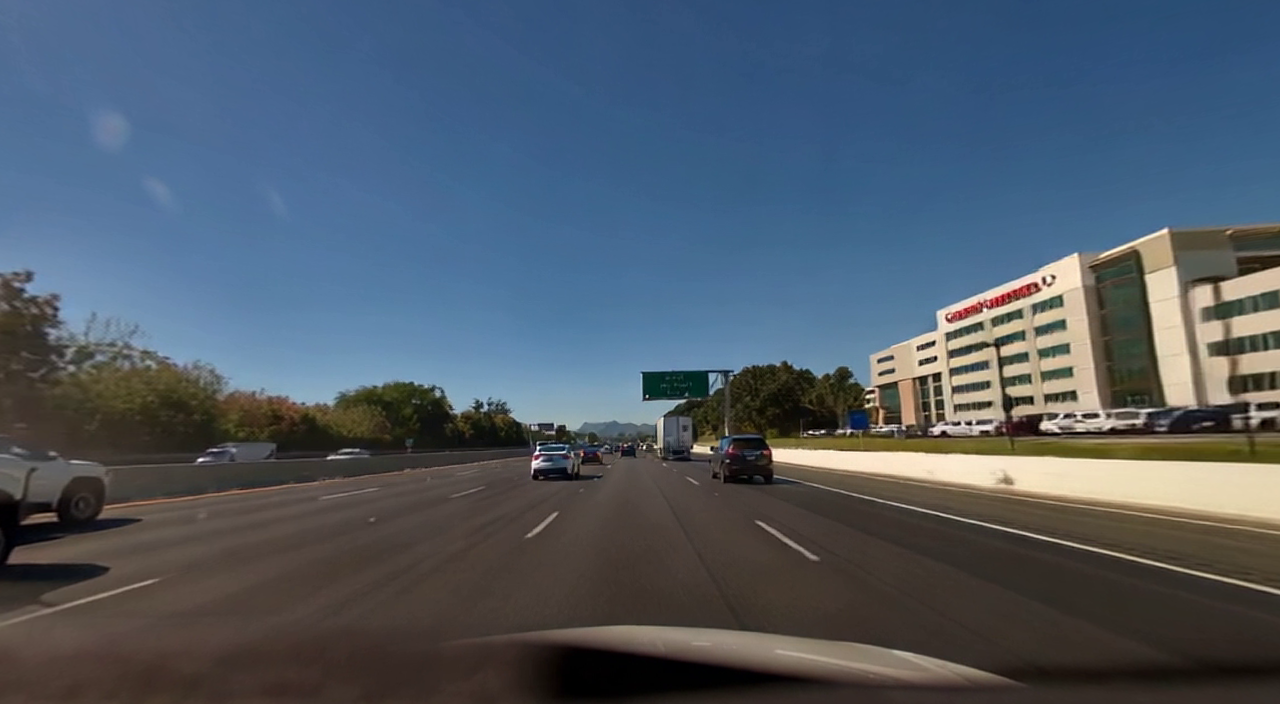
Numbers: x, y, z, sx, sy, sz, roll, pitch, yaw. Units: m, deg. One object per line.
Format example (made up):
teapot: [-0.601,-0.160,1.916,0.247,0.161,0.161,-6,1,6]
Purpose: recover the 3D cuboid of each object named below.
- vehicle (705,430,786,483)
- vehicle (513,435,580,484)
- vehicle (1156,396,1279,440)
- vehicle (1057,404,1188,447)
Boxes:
vehicle: [3.864,3.944,24.040,2.198,1.807,4.530,0,-8,-2]
vehicle: [-3.634,4.280,25.433,1.987,1.765,4.508,0,-8,0]
vehicle: [29.504,3.286,31.107,5.860,2.005,2.510,0,-8,1]
vehicle: [29.610,4.554,38.907,6.114,2.103,2.336,-2,-11,-5]
